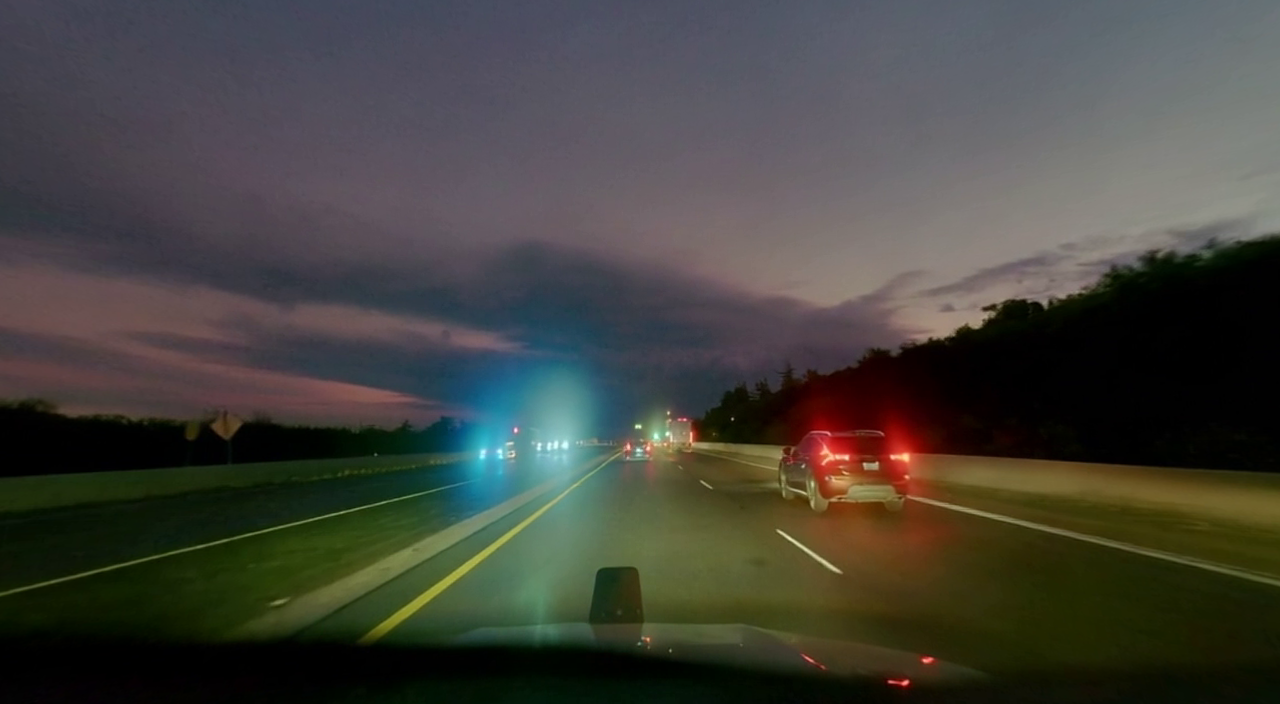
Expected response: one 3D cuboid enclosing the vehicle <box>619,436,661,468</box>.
[{"bbox_3d":[-0.019,5.077,32.044,2.004,1.472,4.075,0,-8,-1],"label":"vehicle"}]
